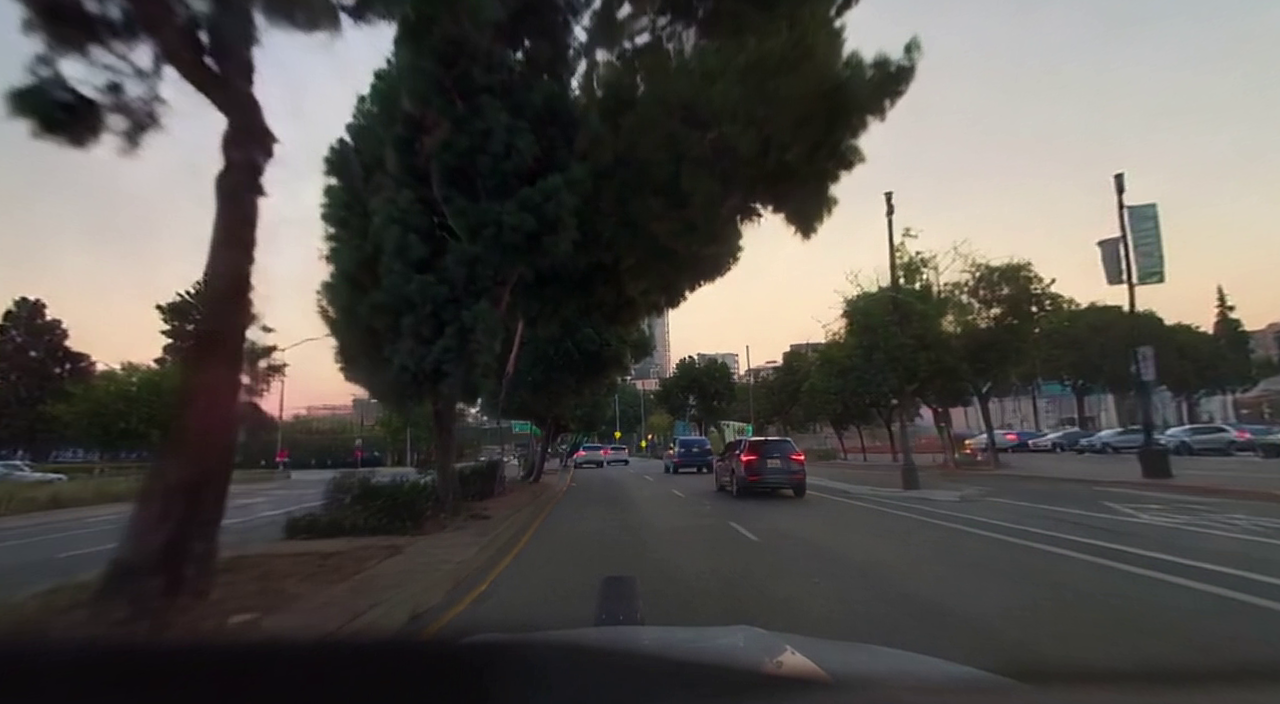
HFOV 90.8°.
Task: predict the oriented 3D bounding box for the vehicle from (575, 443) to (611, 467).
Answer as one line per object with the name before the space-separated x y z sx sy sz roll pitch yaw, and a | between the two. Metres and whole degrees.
vehicle | -3.124 6.728 41.518 2.068 1.512 3.987 1 -8 -8

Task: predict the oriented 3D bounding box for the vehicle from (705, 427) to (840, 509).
vehicle | 2.859 2.603 14.621 1.966 1.596 3.980 0 -8 -4

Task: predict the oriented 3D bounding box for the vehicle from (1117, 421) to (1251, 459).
vehicle | 27.385 4.461 31.943 4.736 1.755 2.221 -1 -8 -2

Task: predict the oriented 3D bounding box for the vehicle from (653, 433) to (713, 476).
vehicle | 1.880 4.720 29.353 2.046 1.768 4.370 -1 -8 -5

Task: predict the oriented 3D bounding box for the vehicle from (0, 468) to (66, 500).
vehicle | -31.198 6.579 31.464 1.600 1.375 4.319 0 -9 -8

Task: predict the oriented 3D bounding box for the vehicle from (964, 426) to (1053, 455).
vehicle | 26.811 6.420 46.078 5.103 1.947 2.207 -1 -8 -2
